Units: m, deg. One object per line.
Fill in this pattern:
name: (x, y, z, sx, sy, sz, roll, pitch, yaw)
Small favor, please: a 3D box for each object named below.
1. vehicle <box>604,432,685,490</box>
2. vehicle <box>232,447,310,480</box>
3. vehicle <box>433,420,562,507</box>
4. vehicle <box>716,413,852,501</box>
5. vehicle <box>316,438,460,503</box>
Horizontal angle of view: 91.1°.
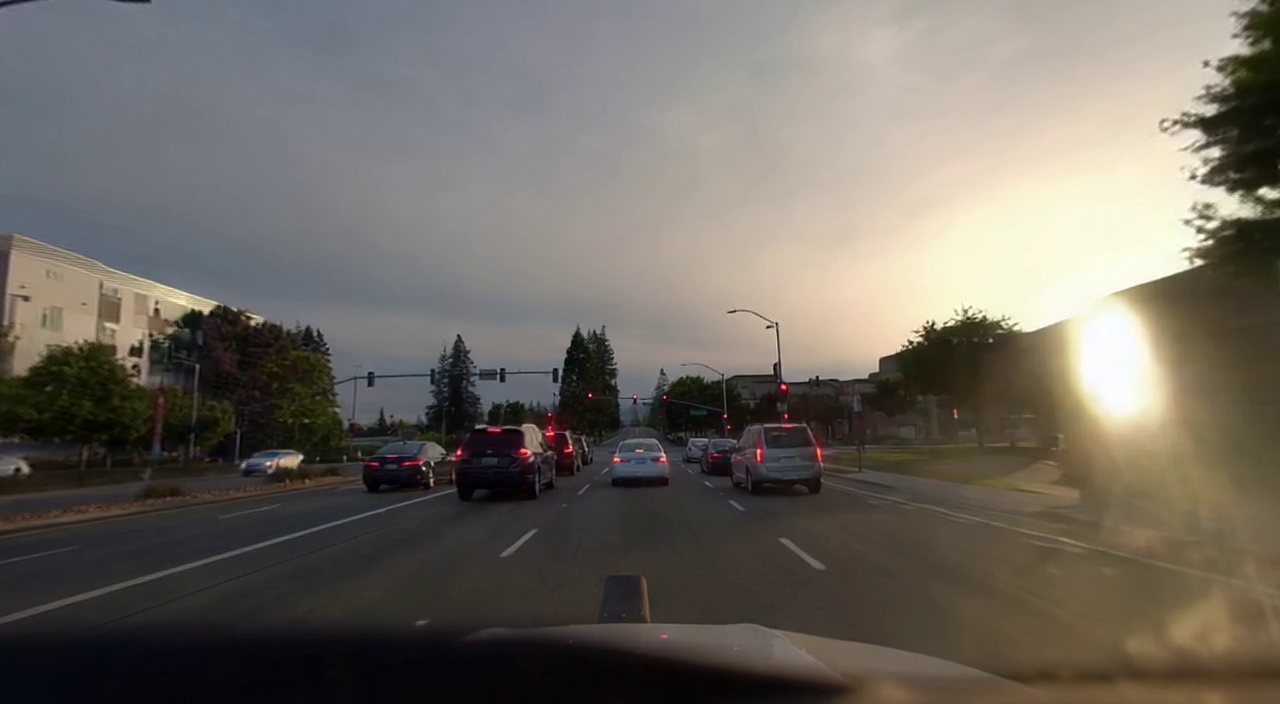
vehicle: (0.091, 3.027, 17.757, 2.021, 1.461, 3.862, 0, -8, -1)
vehicle: (-21.951, 6.605, 37.672, 2.219, 1.786, 5.705, 2, -8, -11)
vehicle: (-3.099, 2.531, 14.651, 1.912, 1.703, 4.261, 0, -8, 1)
vehicle: (3.310, 2.543, 15.570, 2.141, 1.833, 4.704, 0, -8, -2)
vehicle: (-6.450, 3.056, 16.750, 1.926, 1.465, 4.620, 0, -8, 0)
